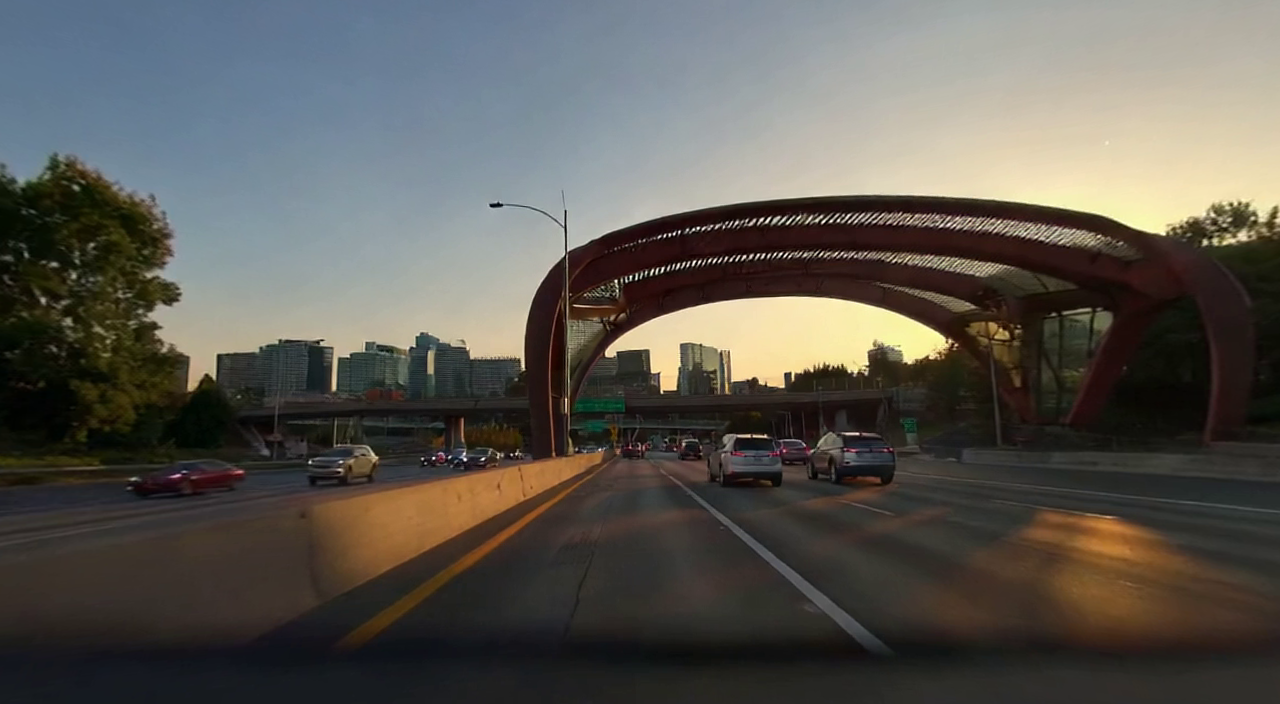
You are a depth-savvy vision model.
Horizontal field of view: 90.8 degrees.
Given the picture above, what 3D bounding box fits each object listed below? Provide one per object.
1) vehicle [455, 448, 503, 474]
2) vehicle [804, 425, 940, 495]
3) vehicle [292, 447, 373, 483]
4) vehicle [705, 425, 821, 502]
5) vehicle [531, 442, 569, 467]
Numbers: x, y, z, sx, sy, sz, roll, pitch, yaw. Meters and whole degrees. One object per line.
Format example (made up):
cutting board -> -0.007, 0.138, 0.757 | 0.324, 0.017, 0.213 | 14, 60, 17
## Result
vehicle -> -9.901, 6.708, 39.106 | 1.828, 1.437, 4.329 | 0, -9, 0
vehicle -> 6.634, 3.158, 18.809 | 2.040, 1.801, 4.959 | 0, -9, -2
vehicle -> -16.970, 6.216, 35.202 | 2.130, 1.820, 4.796 | 0, -9, 0
vehicle -> 3.005, 2.845, 16.467 | 2.059, 1.711, 4.302 | 0, -9, -1
vehicle -> -6.336, 7.291, 45.003 | 2.019, 1.633, 4.367 | 0, -9, 0
